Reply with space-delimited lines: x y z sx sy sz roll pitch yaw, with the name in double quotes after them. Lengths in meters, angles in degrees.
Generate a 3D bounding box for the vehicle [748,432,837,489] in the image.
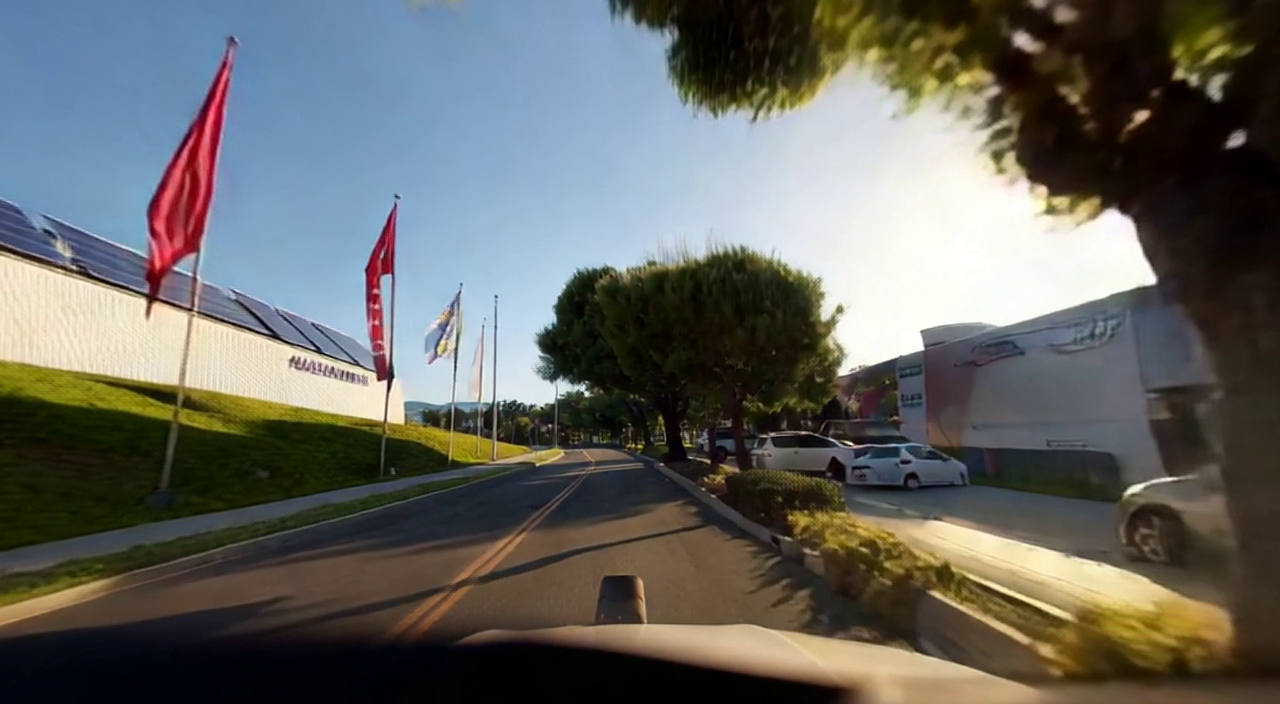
5.476 3.951 23.127 1.977 1.860 4.237 0 -9 -3 "vehicle"

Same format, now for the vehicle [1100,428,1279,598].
8.486 1.875 7.374 2.113 1.945 4.546 2 -9 -13 "vehicle"

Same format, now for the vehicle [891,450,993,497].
10.768 4.320 22.747 1.819 1.494 3.834 0 -9 1 "vehicle"

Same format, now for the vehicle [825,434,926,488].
8.257 3.866 22.547 1.924 1.713 4.627 0 -9 2 "vehicle"
